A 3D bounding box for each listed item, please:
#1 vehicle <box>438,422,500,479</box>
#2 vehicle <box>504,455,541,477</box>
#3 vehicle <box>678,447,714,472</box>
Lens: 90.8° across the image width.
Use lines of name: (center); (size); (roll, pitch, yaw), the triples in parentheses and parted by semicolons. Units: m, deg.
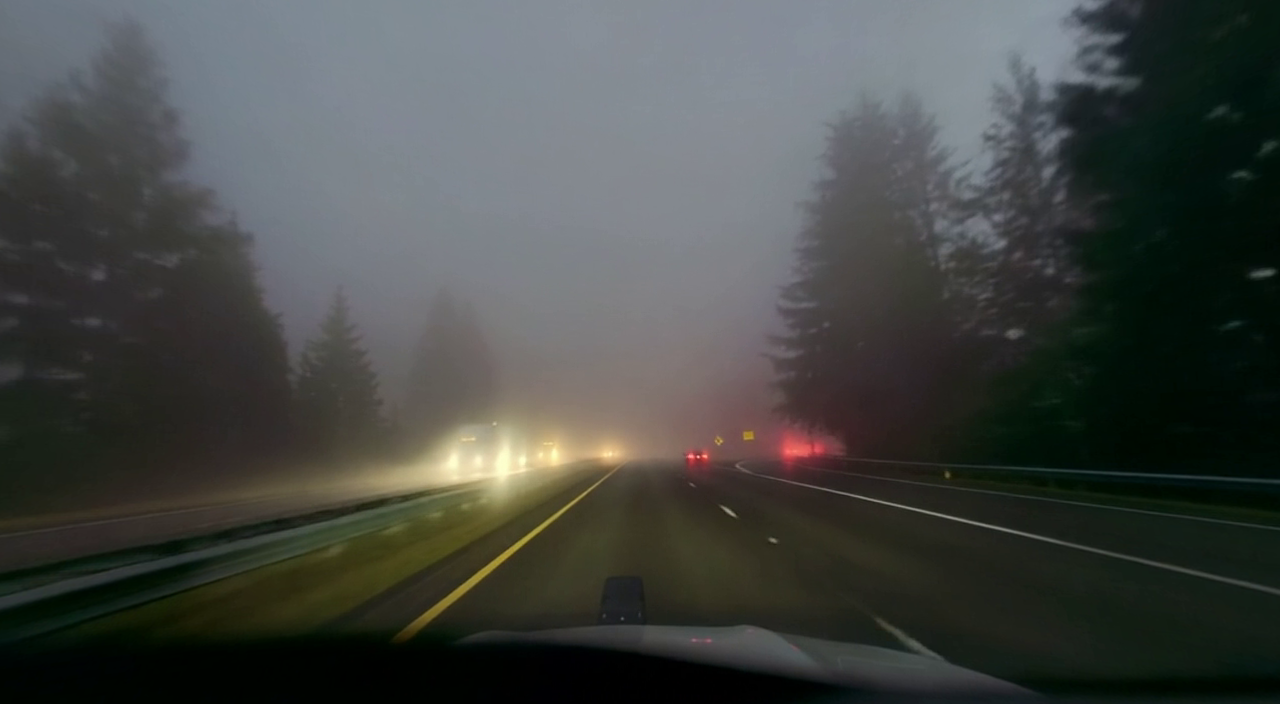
vehicle: (-12.733, 7.419, 47.620); (2.985, 3.990, 5.823); (0, -9, 0)
vehicle: (-8.243, 8.023, 44.519); (1.882, 1.452, 3.812); (0, -9, 0)
vehicle: (3.730, 7.213, 42.558); (2.013, 1.584, 3.995); (0, -9, 0)
